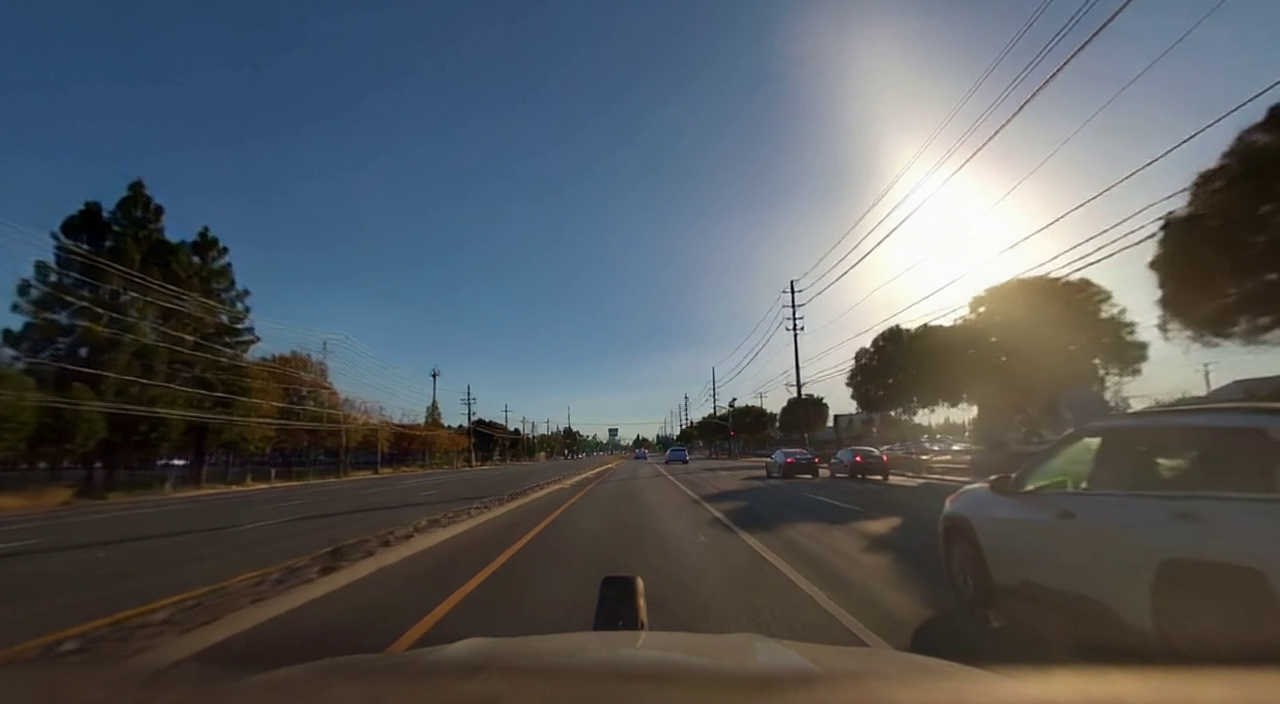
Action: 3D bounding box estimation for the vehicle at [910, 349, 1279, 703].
[{"bbox_3d":[3.259,0.958,3.046,2.078,1.668,4.078,0,-8,0],"label":"vehicle"}]

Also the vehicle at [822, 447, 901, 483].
[{"bbox_3d":[9.935,5.055,28.733,1.874,1.482,4.545,0,-8,-1],"label":"vehicle"}]

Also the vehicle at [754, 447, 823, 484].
[{"bbox_3d":[6.358,4.884,27.530,1.882,1.476,4.344,0,-8,-1],"label":"vehicle"}]
